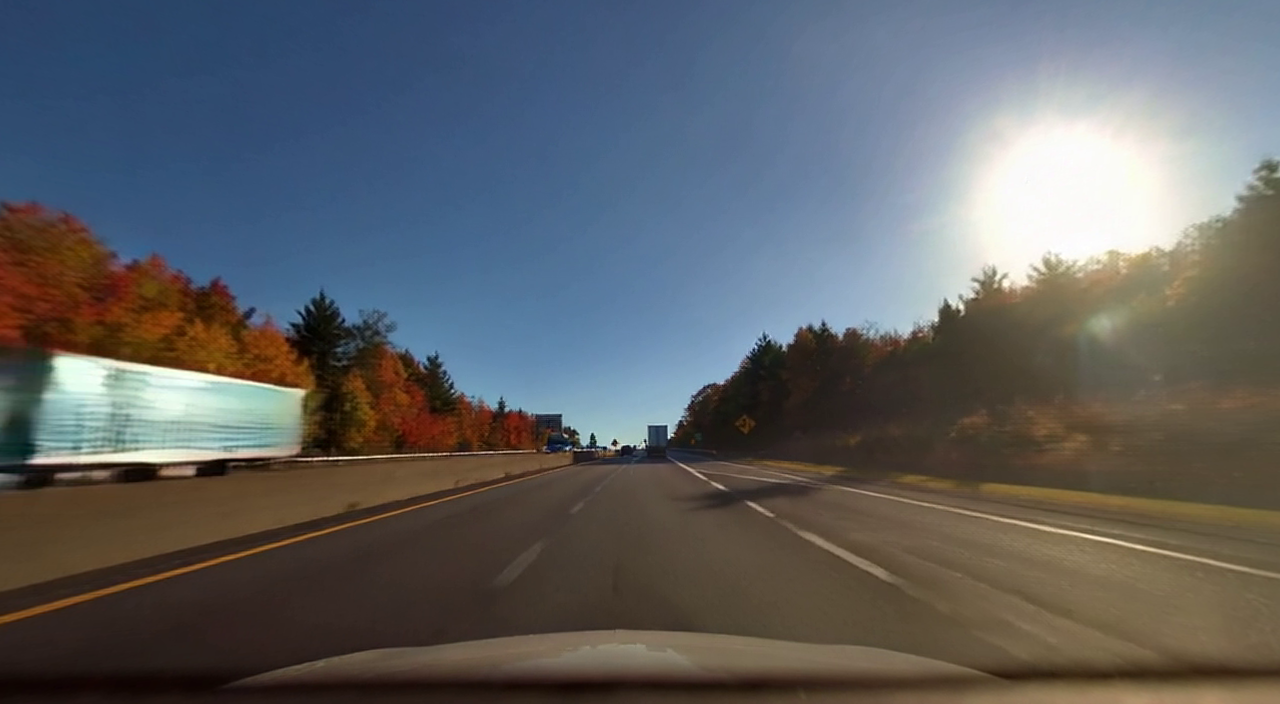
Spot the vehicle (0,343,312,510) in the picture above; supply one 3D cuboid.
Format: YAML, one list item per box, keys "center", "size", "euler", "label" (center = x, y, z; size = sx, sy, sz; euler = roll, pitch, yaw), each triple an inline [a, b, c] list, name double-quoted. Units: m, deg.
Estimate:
- center: [-15.977, 2.704, 21.095]
  size: [2.835, 3.923, 12.584]
  euler: [-1, -9, 1]
  label: "vehicle"

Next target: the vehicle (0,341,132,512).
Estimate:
- center: [-16.014, 1.772, 14.655]
  size: [2.997, 3.843, 5.945]
  euler: [-1, -9, 0]
  label: "vehicle"
